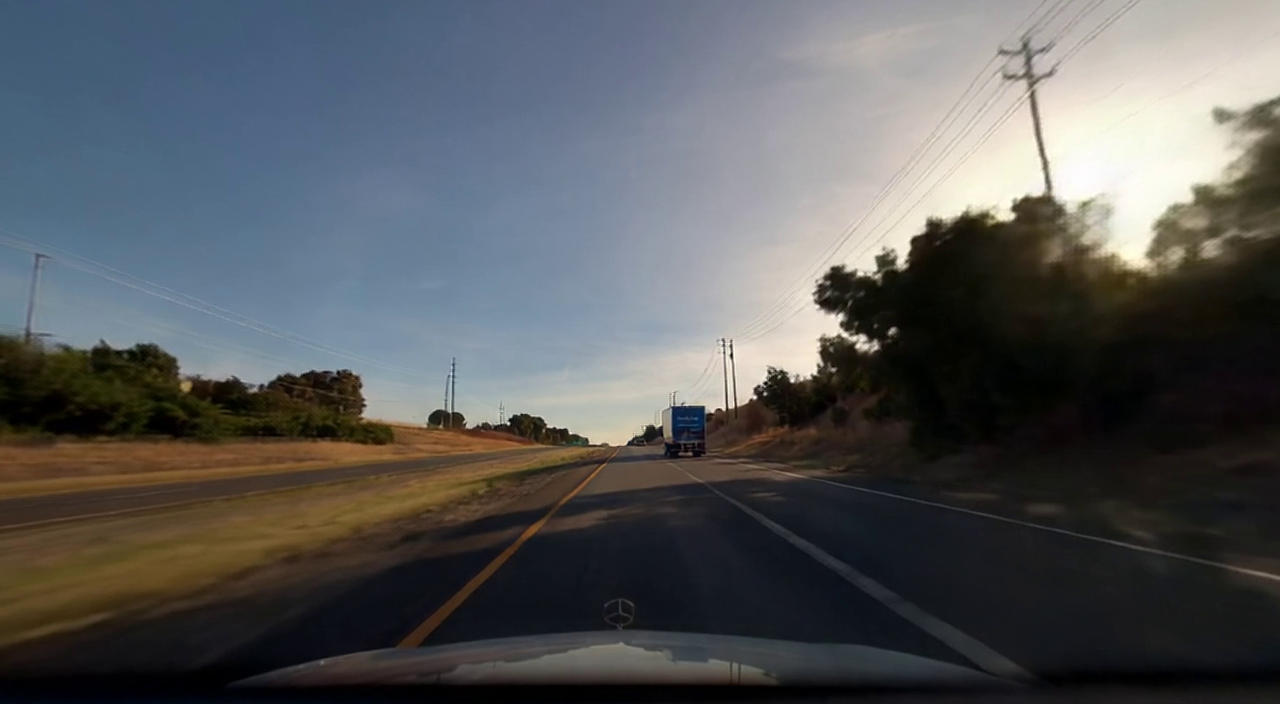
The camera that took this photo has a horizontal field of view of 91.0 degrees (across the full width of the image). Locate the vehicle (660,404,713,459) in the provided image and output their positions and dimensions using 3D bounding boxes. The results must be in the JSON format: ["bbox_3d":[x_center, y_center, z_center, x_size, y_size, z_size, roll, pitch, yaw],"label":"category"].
[{"bbox_3d":[3.282,5.997,46.891,3.037,3.672,9.136,0,-8,-1],"label":"vehicle"}]
